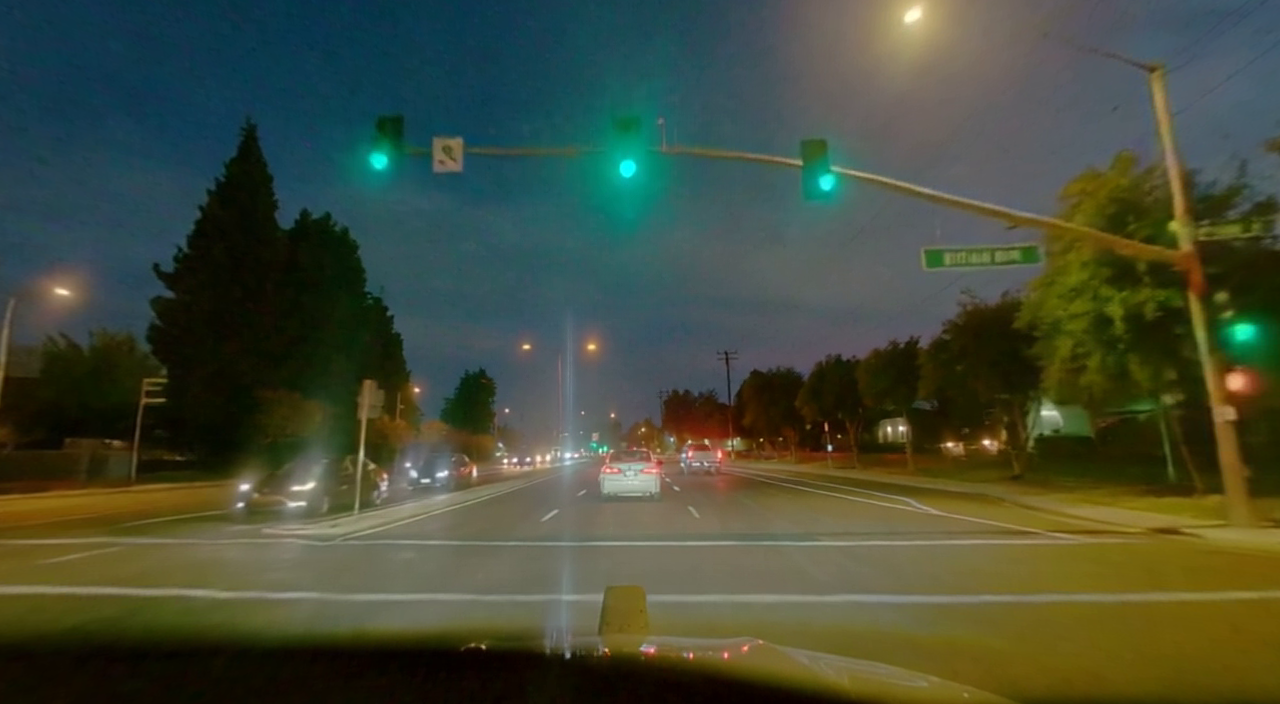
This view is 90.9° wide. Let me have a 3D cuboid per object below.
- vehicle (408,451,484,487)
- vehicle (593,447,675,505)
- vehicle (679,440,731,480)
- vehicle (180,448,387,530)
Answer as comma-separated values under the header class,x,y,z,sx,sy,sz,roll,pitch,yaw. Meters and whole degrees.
class,x,y,z,sx,sy,sz,roll,pitch,yaw
vehicle,-8.753,5.286,28.849,2.035,1.463,4.527,0,-8,0
vehicle,-0.165,3.531,18.489,2.140,1.474,4.026,0,-8,0
vehicle,3.107,5.292,31.185,2.073,1.822,4.276,0,-8,-1
vehicle,-8.239,3.165,15.277,2.121,1.513,4.832,-2,-8,2
